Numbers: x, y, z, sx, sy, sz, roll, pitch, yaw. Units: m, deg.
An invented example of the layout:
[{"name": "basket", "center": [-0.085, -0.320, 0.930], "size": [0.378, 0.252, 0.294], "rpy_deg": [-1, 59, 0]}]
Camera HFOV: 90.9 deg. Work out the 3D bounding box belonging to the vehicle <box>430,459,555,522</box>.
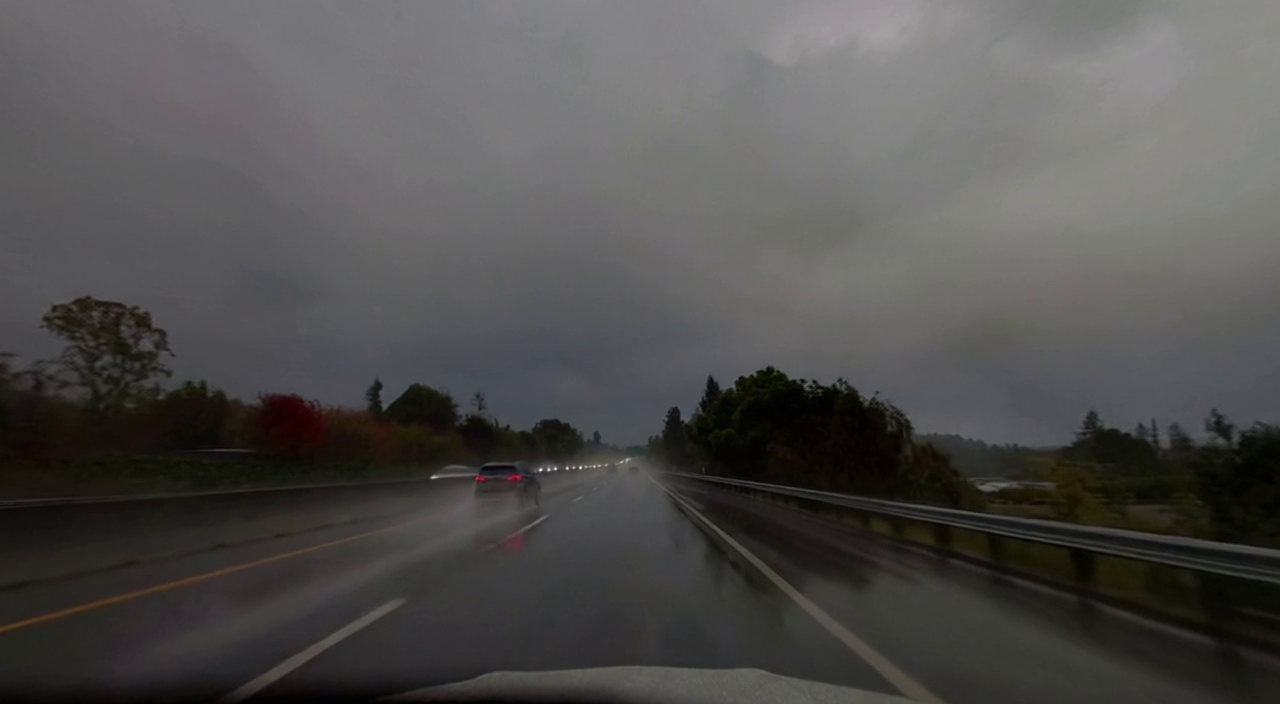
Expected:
[{"name": "vehicle", "center": [-3.834, 3.737, 17.445], "size": [2.146, 1.441, 5.020], "rpy_deg": [1, -10, 1]}]
